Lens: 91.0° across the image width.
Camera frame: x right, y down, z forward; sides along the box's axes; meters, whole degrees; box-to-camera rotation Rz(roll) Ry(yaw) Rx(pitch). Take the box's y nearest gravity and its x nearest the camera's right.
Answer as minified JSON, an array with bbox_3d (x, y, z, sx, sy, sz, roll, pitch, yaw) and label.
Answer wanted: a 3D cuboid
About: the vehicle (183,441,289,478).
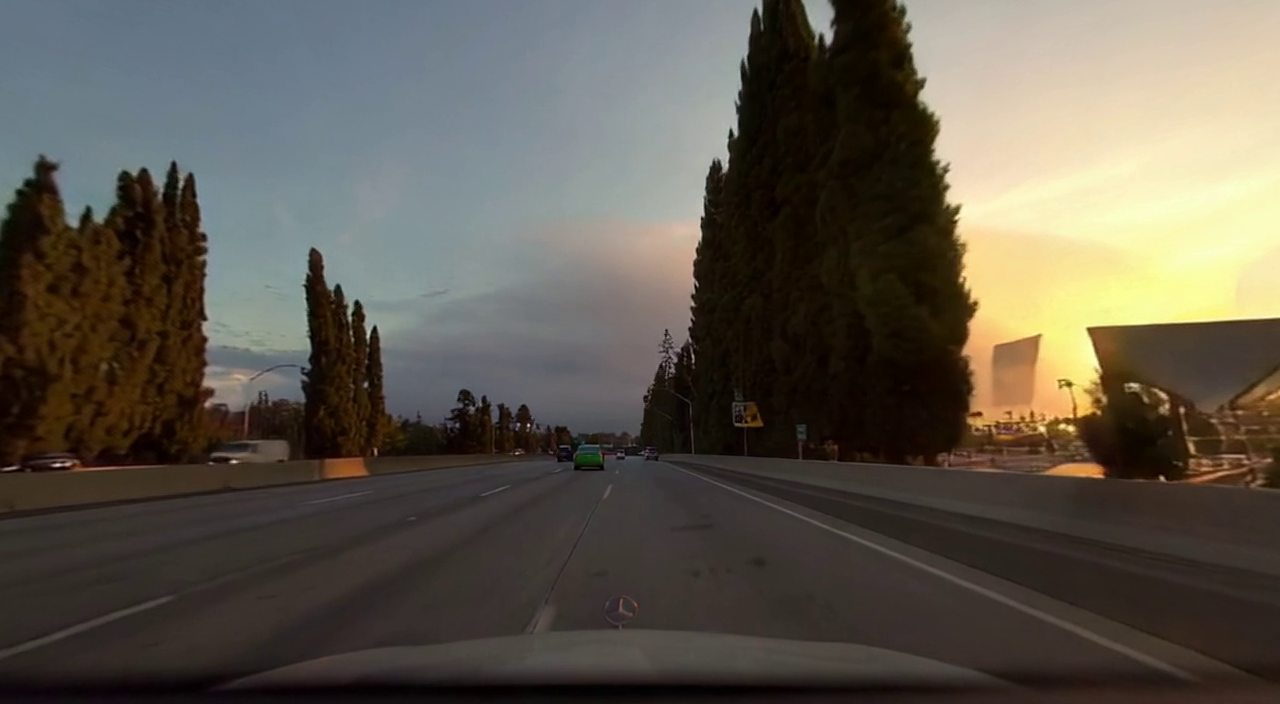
[{"bbox_3d":[-26.079,6.955,41.075,2.619,2.224,6.343,-1,-9,1],"label":"vehicle"}]

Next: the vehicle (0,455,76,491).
[{"bbox_3d":[-37.229,7.207,37.818,2.047,1.936,4.918,0,-9,-1],"label":"vehicle"}]

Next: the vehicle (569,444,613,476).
[{"bbox_3d":[-2.972,6.641,39.007,2.302,1.810,4.707,-1,-9,1],"label":"vehicle"}]
